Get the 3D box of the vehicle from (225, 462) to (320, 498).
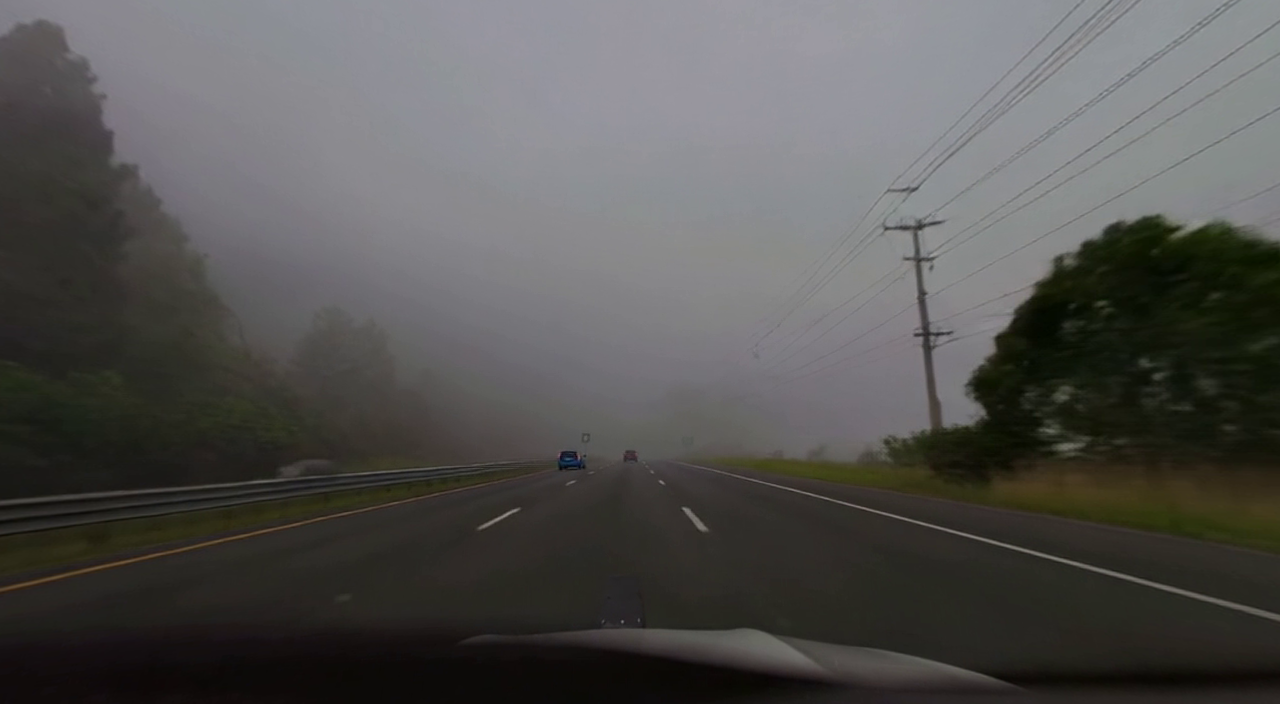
[{"bbox_3d":[-17.428,6.060,30.211,1.832,1.481,4.670,0,-9,-2],"label":"vehicle"}]
